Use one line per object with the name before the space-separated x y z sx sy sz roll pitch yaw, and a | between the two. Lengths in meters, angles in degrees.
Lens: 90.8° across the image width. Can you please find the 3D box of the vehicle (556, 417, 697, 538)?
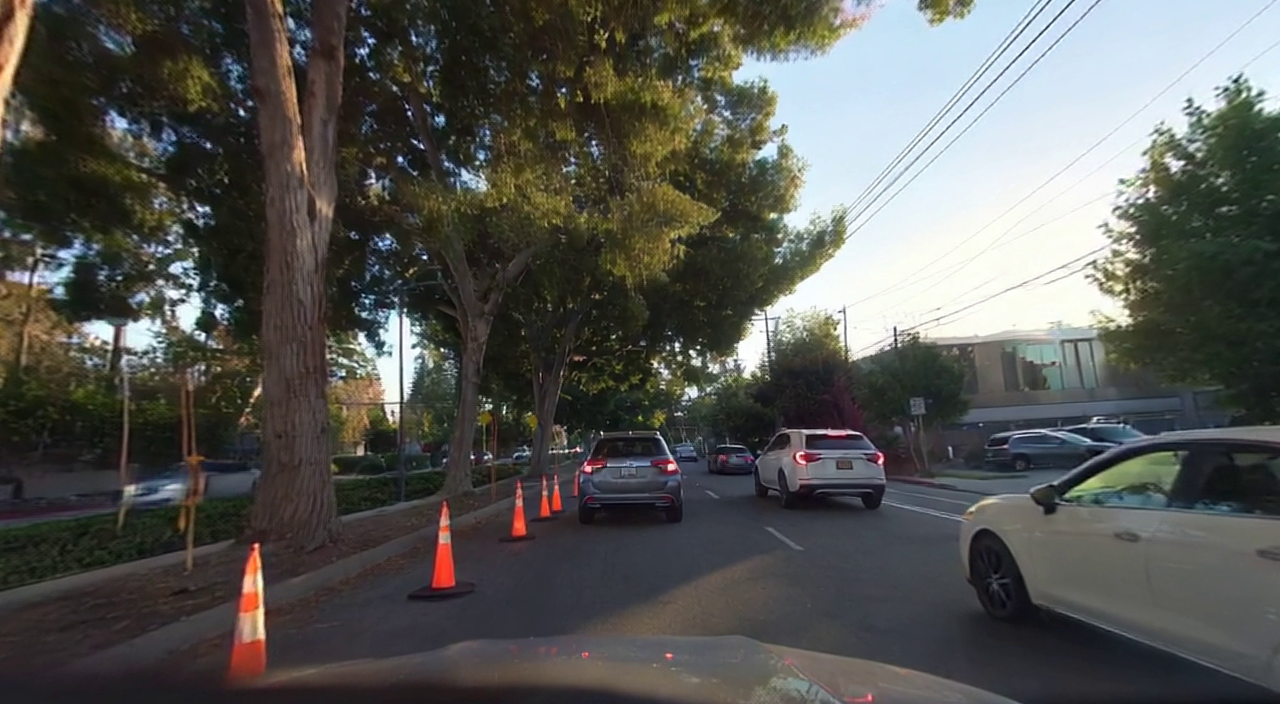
vehicle | -0.248 2.122 11.255 2.050 1.745 3.915 0 -8 -1

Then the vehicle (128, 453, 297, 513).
vehicle | -12.254 3.745 18.539 1.836 1.451 4.456 -1 -8 0

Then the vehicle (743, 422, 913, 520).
vehicle | 3.777 2.490 13.788 2.116 1.726 4.672 0 -8 -2

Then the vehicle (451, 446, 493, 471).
vehicle | -12.634 8.020 47.836 1.911 1.693 4.452 -1 -8 1

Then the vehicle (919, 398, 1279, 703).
vehicle | 3.401 1.004 3.064 1.977 1.460 4.565 0 -8 0
